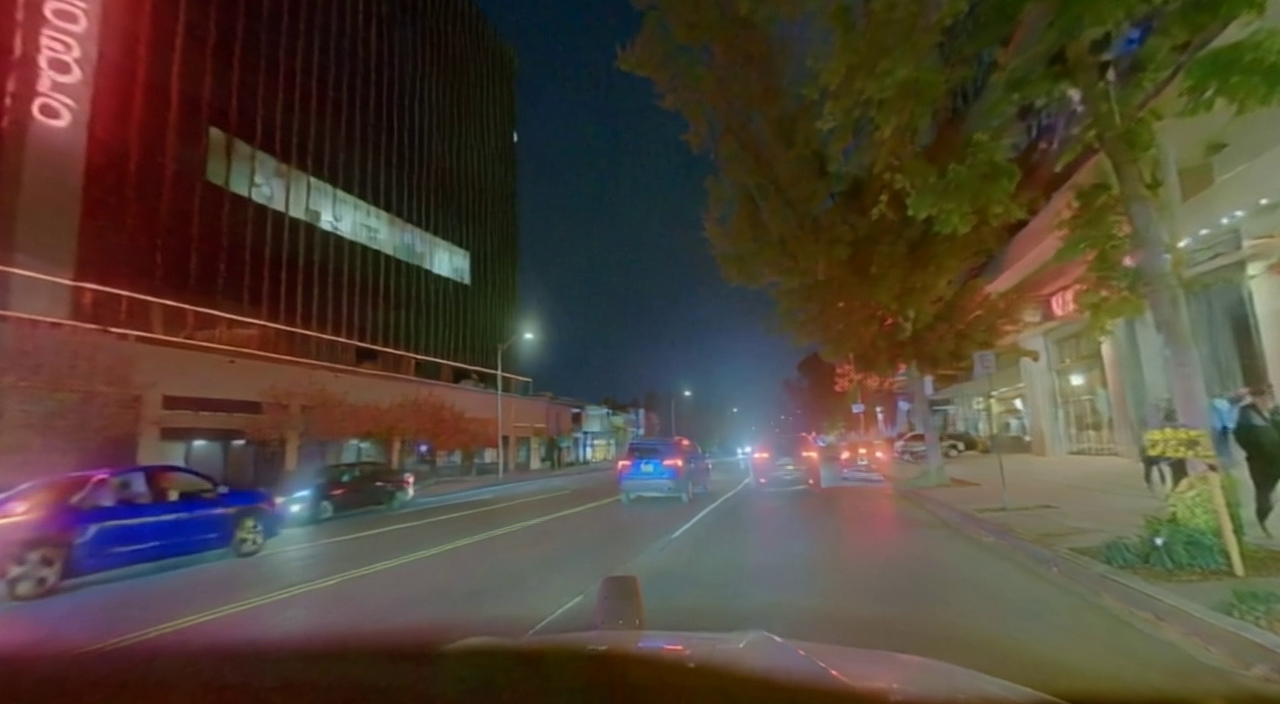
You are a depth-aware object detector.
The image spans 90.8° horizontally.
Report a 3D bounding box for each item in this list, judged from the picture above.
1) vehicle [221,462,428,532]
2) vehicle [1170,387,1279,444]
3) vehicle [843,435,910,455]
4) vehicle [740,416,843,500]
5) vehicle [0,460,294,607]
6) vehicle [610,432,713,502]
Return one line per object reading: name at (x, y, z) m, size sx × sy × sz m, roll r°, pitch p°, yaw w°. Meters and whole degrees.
vehicle at (-8.405, 3.881, 17.631) m, size 2.103 × 1.514 × 5.374 m, roll -2°, pitch -9°, yaw 14°
vehicle at (16.809, 1.683, 16.413) m, size 4.189 × 1.395 × 1.725 m, roll -2°, pitch -9°, yaw 13°
vehicle at (17.809, 7.049, 47.721) m, size 4.426 × 1.490 × 1.862 m, roll -1°, pitch -9°, yaw 8°
vehicle at (4.156, 2.913, 17.583) m, size 2.352 × 1.953 × 4.796 m, roll -2°, pitch -9°, yaw 12°
vehicle at (-7.432, 2.326, 8.915) m, size 1.857 × 1.507 × 4.504 m, roll -2°, pitch -9°, yaw 13°
vehicle at (0.745, 3.176, 17.755) m, size 2.023 × 1.702 × 4.152 m, roll -2°, pitch -9°, yaw 14°
